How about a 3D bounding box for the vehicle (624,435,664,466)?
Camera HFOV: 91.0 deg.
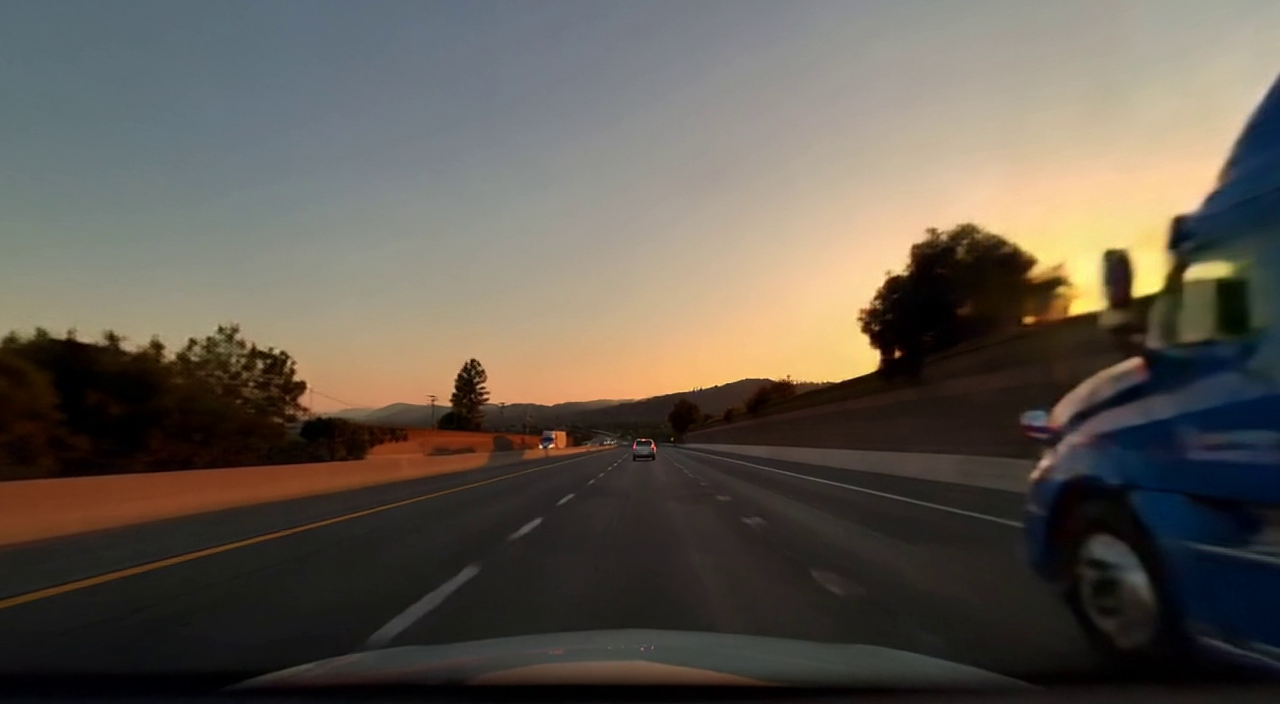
[{"bbox_3d":[0.230,5.464,35.090,2.111,1.635,4.177,0,-8,1],"label":"vehicle"}]
